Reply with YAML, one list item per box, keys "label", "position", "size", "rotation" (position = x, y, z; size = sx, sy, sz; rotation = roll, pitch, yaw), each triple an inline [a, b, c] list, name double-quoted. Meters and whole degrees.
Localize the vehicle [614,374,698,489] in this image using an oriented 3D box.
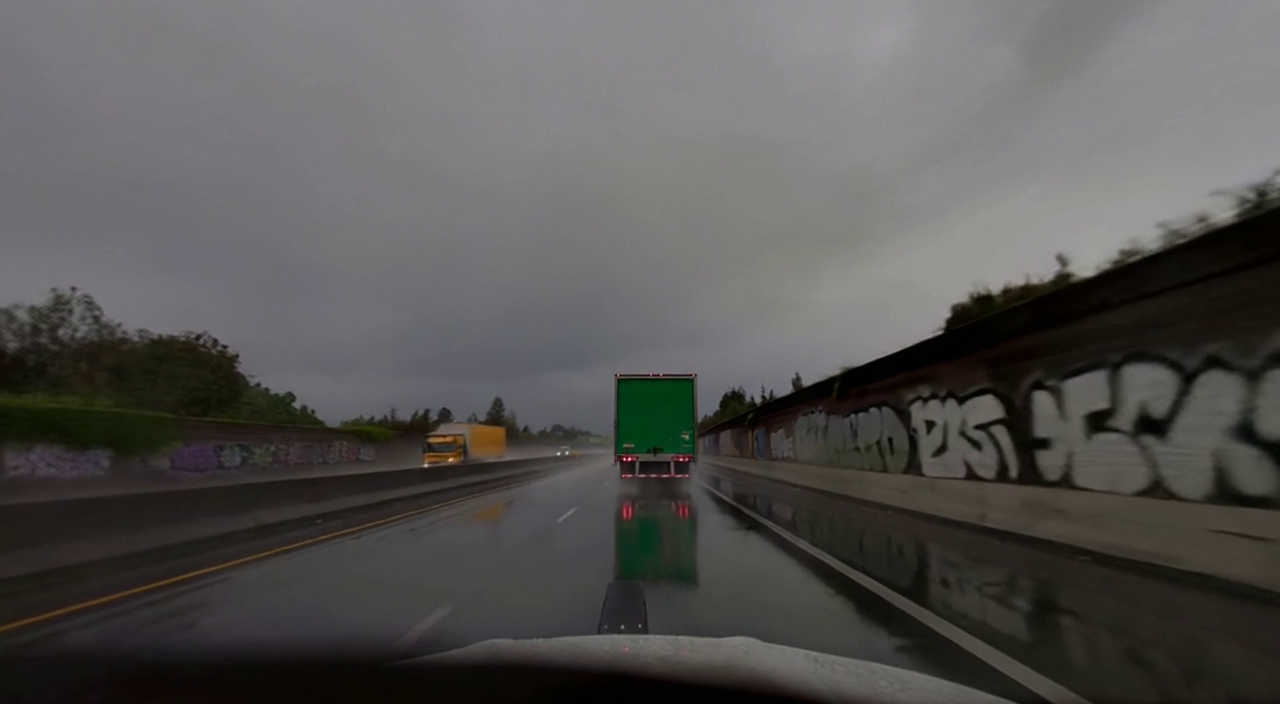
- label: "vehicle"
  position: [0.446, 3.522, 26.897]
  size: [2.900, 3.955, 10.151]
  rotation: [0, -9, -1]
